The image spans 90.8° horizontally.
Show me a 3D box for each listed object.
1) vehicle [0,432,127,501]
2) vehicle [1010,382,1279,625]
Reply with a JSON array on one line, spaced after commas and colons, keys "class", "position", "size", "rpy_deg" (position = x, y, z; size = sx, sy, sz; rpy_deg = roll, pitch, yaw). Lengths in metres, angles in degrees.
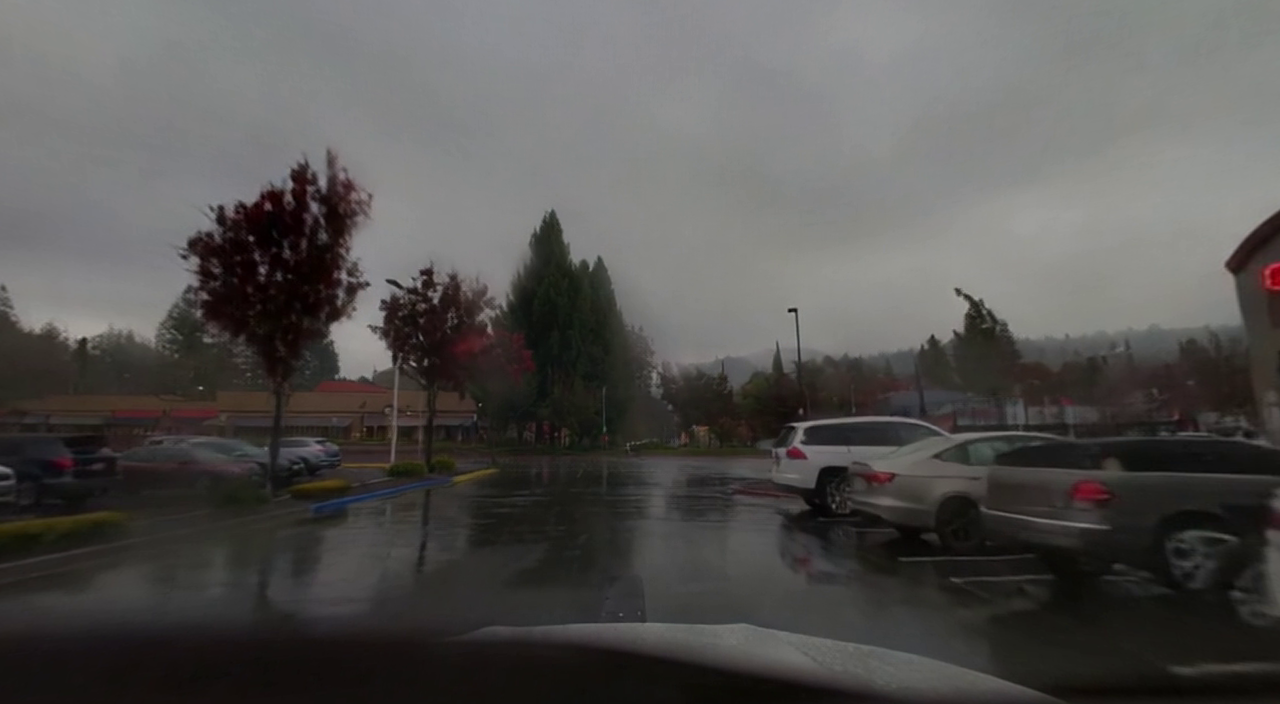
[{"class": "vehicle", "position": [-16.359, 2.948, 16.393], "size": [4.454, 1.684, 1.908], "rpy_deg": [6, -10, -35]}, {"class": "vehicle", "position": [6.226, 1.263, 5.850], "size": [4.255, 1.729, 2.136], "rpy_deg": [1, -8, -5]}]
